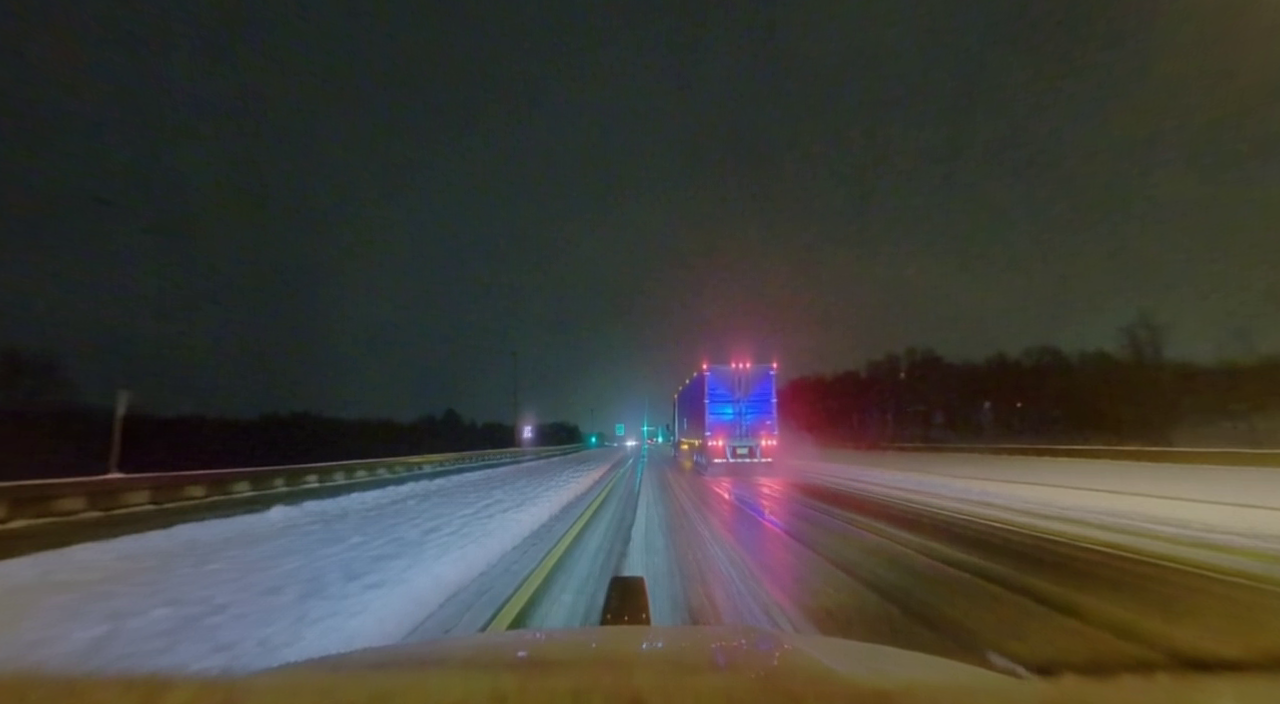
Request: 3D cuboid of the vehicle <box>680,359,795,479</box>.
[{"bbox_3d":[4.166,3.533,30.971,3.615,4.578,13.539,0,-8,1],"label":"vehicle"}]
